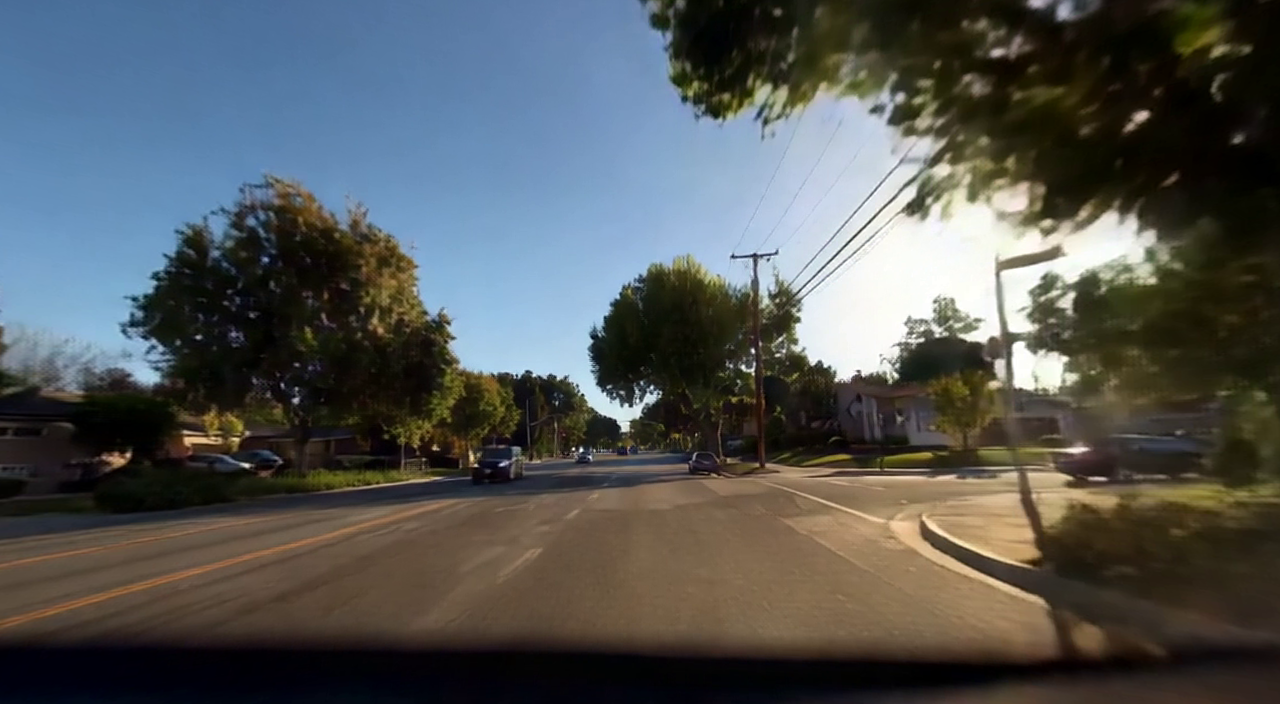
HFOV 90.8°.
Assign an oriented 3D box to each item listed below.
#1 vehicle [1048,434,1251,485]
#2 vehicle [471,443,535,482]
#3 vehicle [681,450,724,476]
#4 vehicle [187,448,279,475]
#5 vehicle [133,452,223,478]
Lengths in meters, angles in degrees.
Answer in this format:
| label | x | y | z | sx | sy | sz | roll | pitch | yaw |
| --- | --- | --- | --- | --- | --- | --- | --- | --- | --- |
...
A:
| label | x | y | z | sx | sy | sz | roll | pitch | yaw |
| --- | --- | --- | --- | --- | --- | --- | --- | --- | --- |
| vehicle | 15.760 | 3.338 | 19.741 | 4.628 | 1.484 | 1.946 | 0 | -9 | -1 |
| vehicle | -6.771 | 5.515 | 31.748 | 2.092 | 1.810 | 4.882 | 0 | -9 | 0 |
| vehicle | 3.756 | 6.733 | 38.626 | 2.031 | 1.500 | 4.590 | 0 | -9 | -1 |
| vehicle | -28.581 | 7.688 | 44.480 | 4.750 | 1.845 | 2.382 | 0 | -9 | -1 |
| vehicle | -28.352 | 6.965 | 38.892 | 1.780 | 1.467 | 3.992 | -2 | -10 | 21 |
